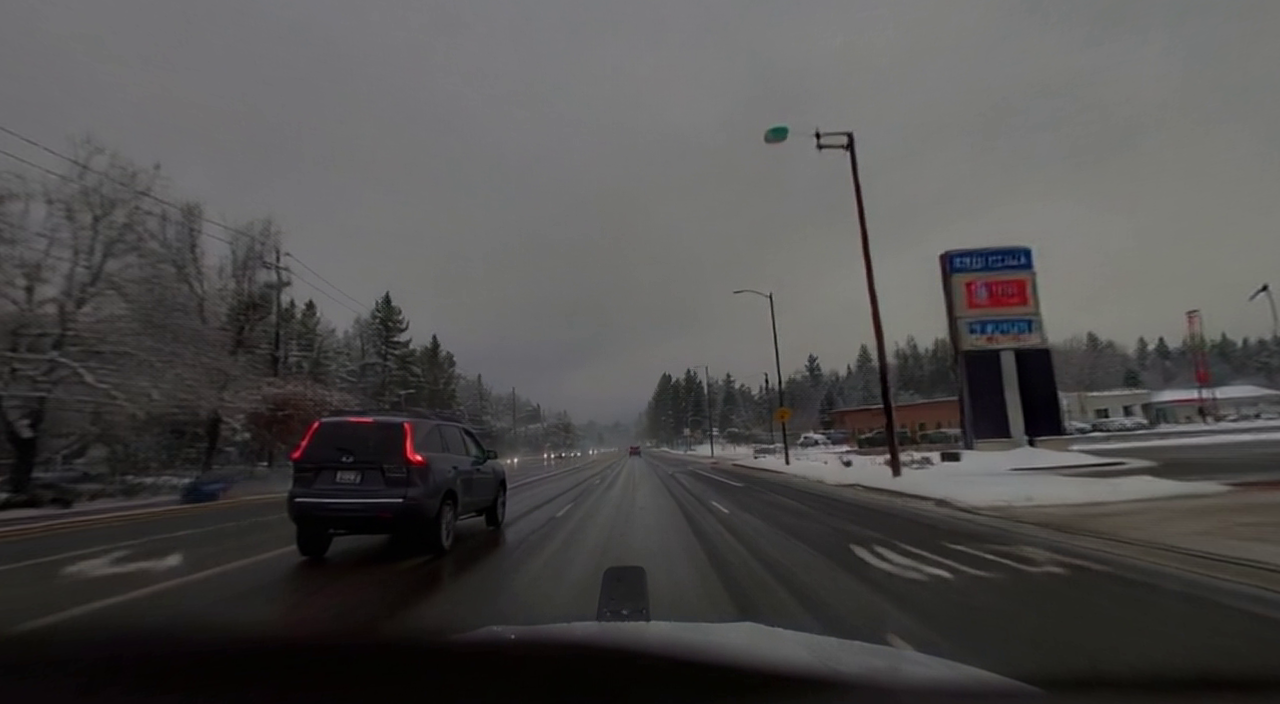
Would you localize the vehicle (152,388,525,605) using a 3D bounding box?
[{"bbox_3d":[-3.034,1.600,7.859,2.190,1.844,4.751,0,-9,1],"label":"vehicle"}]

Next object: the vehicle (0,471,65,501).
[{"bbox_3d":[-44.354,9.414,44.414,5.146,1.938,2.144,2,-11,-5],"label":"vehicle"}]
